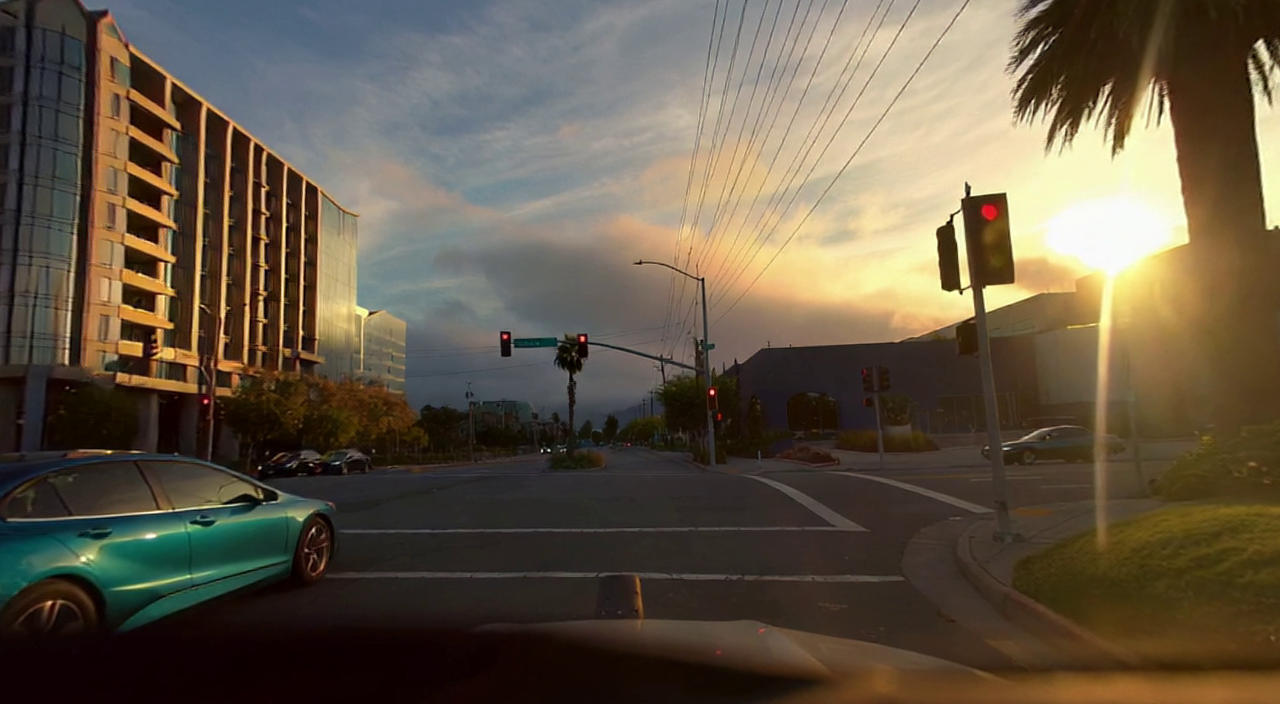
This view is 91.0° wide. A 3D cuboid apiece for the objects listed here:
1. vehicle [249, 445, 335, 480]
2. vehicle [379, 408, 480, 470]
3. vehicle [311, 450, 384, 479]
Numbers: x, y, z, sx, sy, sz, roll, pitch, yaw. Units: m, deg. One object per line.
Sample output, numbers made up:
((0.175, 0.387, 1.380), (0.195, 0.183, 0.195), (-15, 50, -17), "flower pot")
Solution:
((-19.097, 6.058, 34.830), (2.017, 1.739, 4.569), (0, -9, 1), "vehicle")
((-15.082, 6.499, 46.491), (3.014, 3.949, 11.279), (0, -9, 3), "vehicle")
((-15.368, 5.924, 33.294), (1.875, 1.389, 3.784), (0, -9, 3), "vehicle")
